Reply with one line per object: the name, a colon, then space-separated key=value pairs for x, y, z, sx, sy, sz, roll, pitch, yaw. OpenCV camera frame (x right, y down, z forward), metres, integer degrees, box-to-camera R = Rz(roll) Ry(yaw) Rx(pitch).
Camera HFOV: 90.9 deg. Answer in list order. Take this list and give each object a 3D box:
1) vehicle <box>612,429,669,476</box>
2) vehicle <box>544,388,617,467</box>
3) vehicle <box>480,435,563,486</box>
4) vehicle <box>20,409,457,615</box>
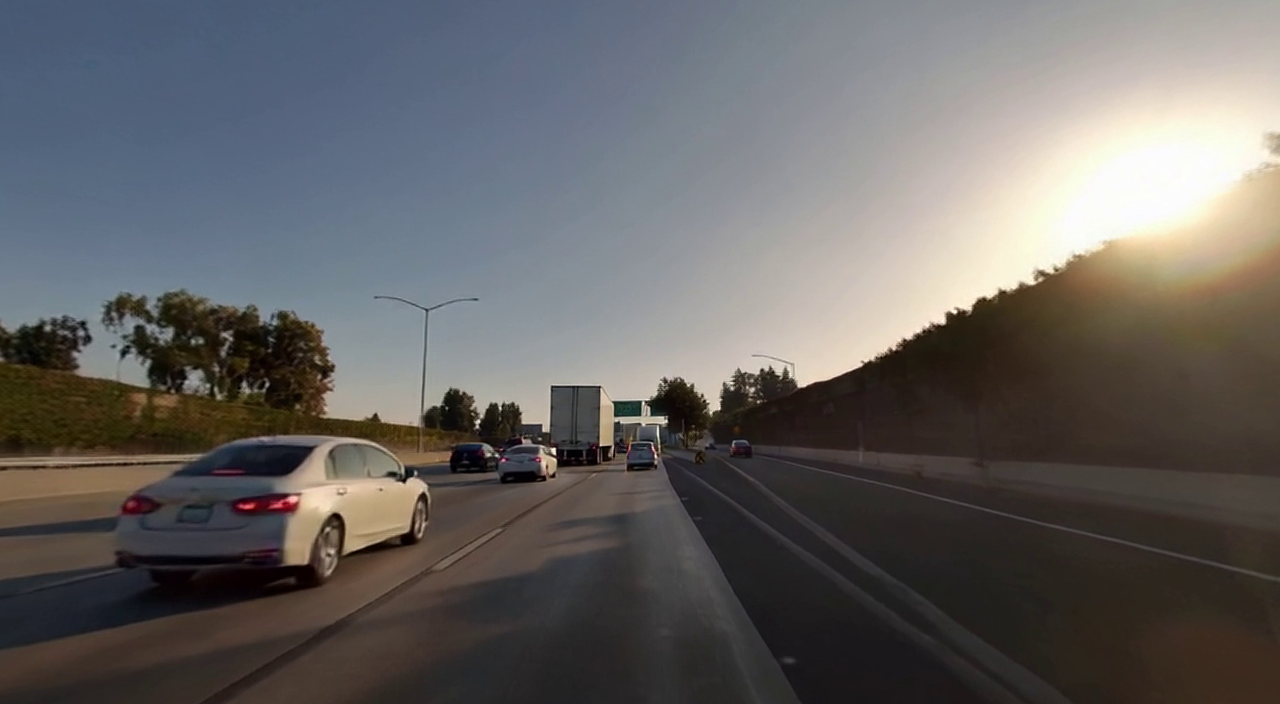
vehicle: x=0.038 y=4.375 z=27.520 sx=2.325 sy=1.864 sz=4.128 roll=0 pitch=-9 yaw=0
vehicle: x=-3.669 y=5.628 z=44.178 sx=3.348 sy=4.469 sz=16.443 roll=0 pitch=-9 yaw=1
vehicle: x=-4.046 y=3.788 z=22.259 sx=2.124 sy=1.627 sz=3.863 roll=0 pitch=-9 yaw=1
vehicle: x=-3.779 y=1.577 z=7.220 sx=1.866 sy=1.568 sz=4.603 roll=0 pitch=-9 yaw=2
